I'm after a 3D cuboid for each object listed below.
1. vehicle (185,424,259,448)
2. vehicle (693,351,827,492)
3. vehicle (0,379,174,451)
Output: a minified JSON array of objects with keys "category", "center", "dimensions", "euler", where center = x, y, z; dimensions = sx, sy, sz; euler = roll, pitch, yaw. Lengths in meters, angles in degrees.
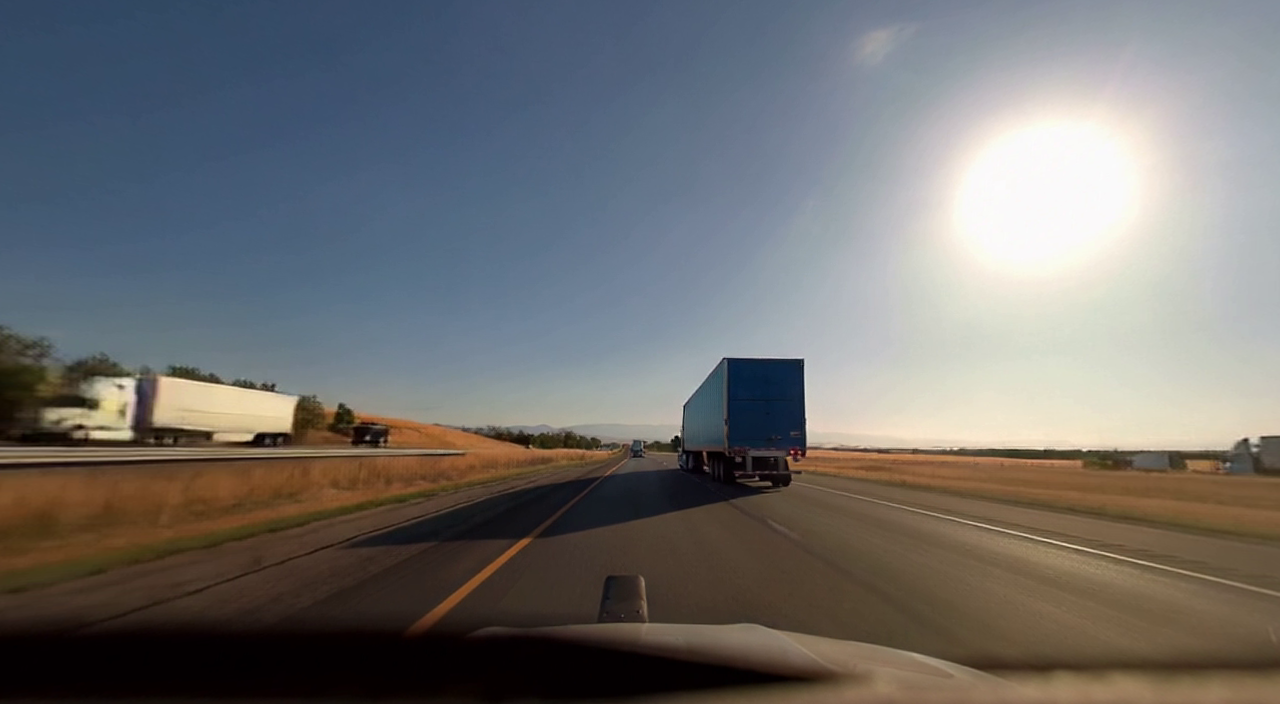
[{"category":"vehicle","center":[-29.273,5.948,44.297],"dimensions":[1.998,1.559,4.581],"euler":[0,-9,1]},{"category":"vehicle","center":[4.082,3.027,25.201],"dimensions":[2.818,4.206,12.987],"euler":[0,-9,0]},{"category":"vehicle","center":[-33.536,4.074,38.509],"dimensions":[2.998,3.840,8.986],"euler":[0,-9,0]}]
